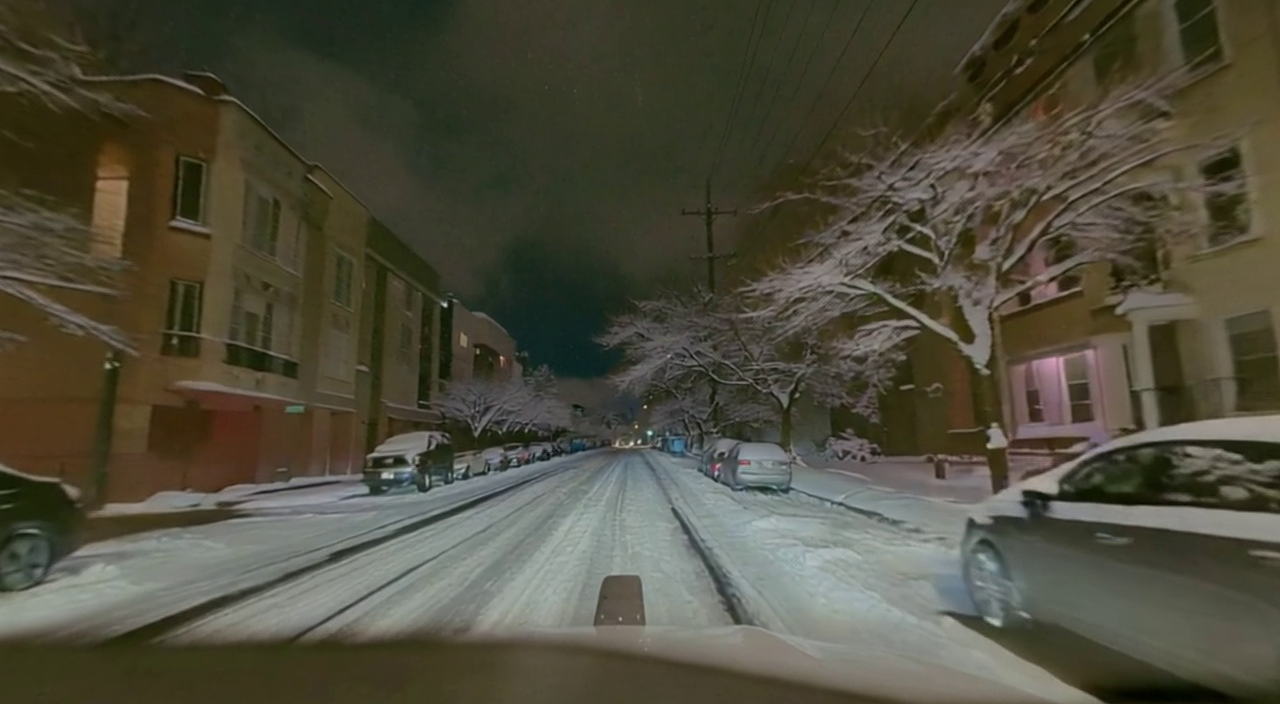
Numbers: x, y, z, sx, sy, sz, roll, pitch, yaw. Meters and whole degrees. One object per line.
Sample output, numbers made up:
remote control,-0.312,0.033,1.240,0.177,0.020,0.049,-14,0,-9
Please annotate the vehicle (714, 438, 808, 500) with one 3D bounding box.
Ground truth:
vehicle,3.511,3.489,19.202,1.925,1.634,4.419,0,-9,-1

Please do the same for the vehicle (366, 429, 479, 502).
vehicle,-7.883,4.098,23.631,2.351,2.251,5.856,-2,-7,-2

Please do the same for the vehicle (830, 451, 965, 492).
vehicle,10.586,4.901,26.106,4.935,1.549,2.016,-5,-11,26

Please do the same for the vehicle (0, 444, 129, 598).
vehicle,-7.515,1.669,5.563,2.145,1.488,4.646,-3,-7,1

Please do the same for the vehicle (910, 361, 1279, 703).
vehicle,3.570,1.126,3.736,1.986,1.665,4.606,1,-10,1
